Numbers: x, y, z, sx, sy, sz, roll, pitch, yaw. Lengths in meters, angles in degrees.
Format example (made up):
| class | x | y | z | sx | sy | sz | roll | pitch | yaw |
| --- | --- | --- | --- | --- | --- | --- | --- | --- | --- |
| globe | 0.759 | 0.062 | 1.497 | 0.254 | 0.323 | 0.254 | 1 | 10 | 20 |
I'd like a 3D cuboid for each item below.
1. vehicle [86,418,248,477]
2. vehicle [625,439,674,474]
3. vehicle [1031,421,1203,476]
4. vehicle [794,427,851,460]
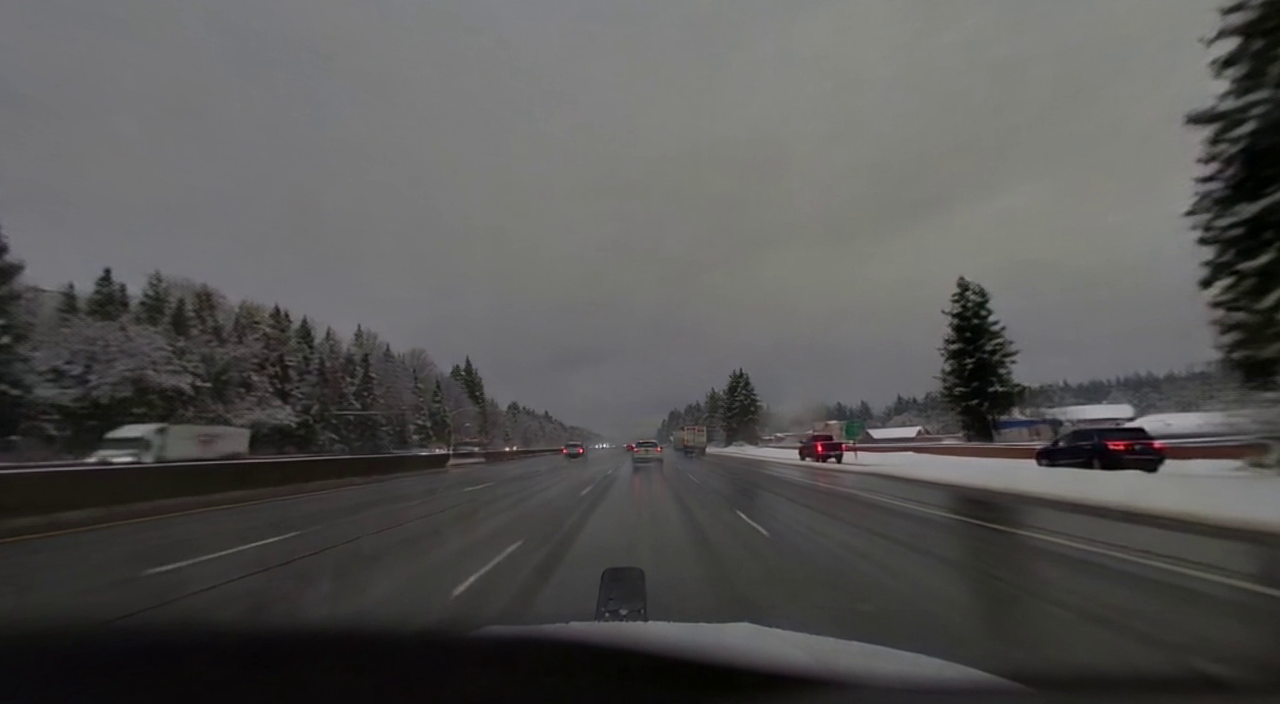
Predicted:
| class | x | y | z | sx | sy | sz | roll | pitch | yaw |
| --- | --- | --- | --- | --- | --- | --- | --- | --- | --- |
| vehicle | -32.690 | 6.697 | 44.542 | 2.970 | 3.609 | 10.813 | 0 | -8 | 1 |
| vehicle | 0.411 | 4.846 | 29.499 | 2.112 | 1.482 | 4.082 | 0 | -8 | 0 |
| vehicle | 19.056 | 3.914 | 25.716 | 2.304 | 1.951 | 5.719 | 0 | -8 | -3 |
| vehicle | 14.132 | 7.160 | 49.296 | 2.336 | 2.415 | 6.056 | 0 | -8 | -4 |
